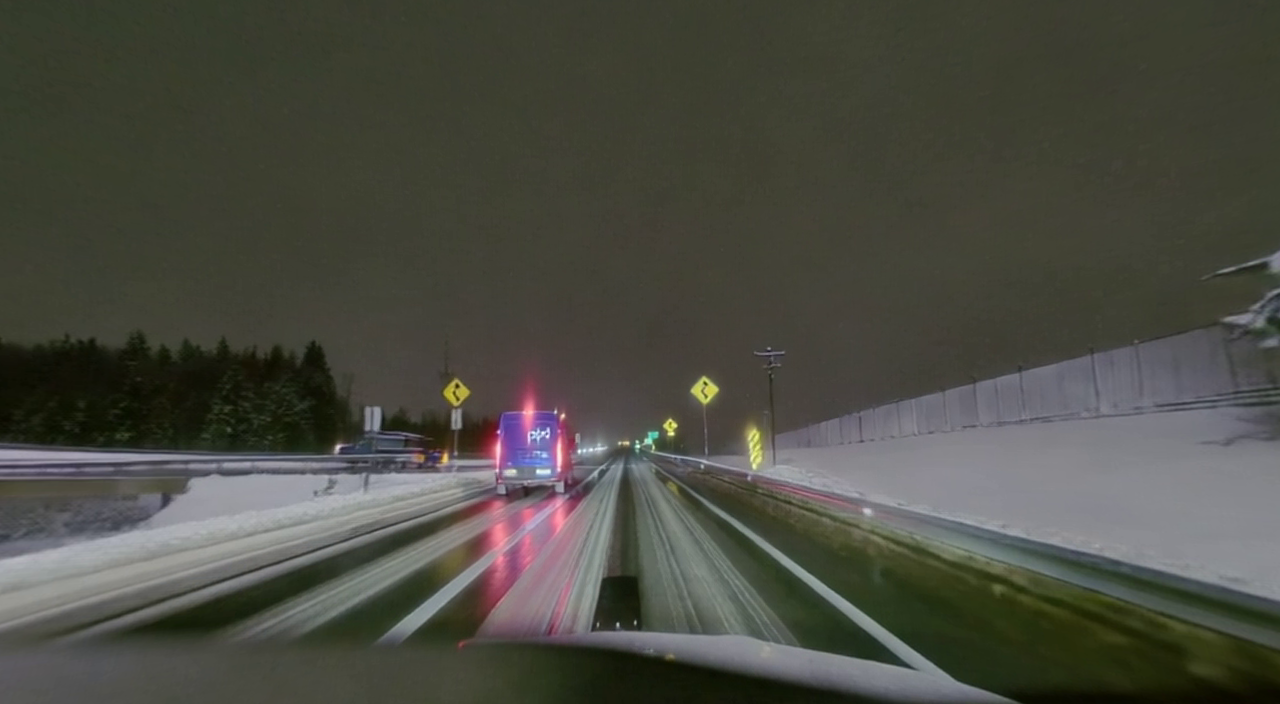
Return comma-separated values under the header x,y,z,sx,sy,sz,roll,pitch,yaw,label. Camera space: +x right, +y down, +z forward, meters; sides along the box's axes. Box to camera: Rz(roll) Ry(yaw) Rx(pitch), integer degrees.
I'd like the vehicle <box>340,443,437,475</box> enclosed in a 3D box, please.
x,y,z,sx,sy,sz,roll,pitch,yaw,label
-12.901,5.504,32.460,4.396,1.557,1.952,2,-9,-14,vehicle

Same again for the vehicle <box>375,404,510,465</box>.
x,y,z,sx,sy,sz,roll,pitch,yaw,label
-14.379,6.074,45.429,10.047,3.953,3.340,-6,-10,31,vehicle

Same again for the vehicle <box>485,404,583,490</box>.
x,y,z,sx,sy,sz,roll,pitch,yaw,label
-3.617,3.507,23.118,2.463,2.640,7.034,0,-9,-1,vehicle
